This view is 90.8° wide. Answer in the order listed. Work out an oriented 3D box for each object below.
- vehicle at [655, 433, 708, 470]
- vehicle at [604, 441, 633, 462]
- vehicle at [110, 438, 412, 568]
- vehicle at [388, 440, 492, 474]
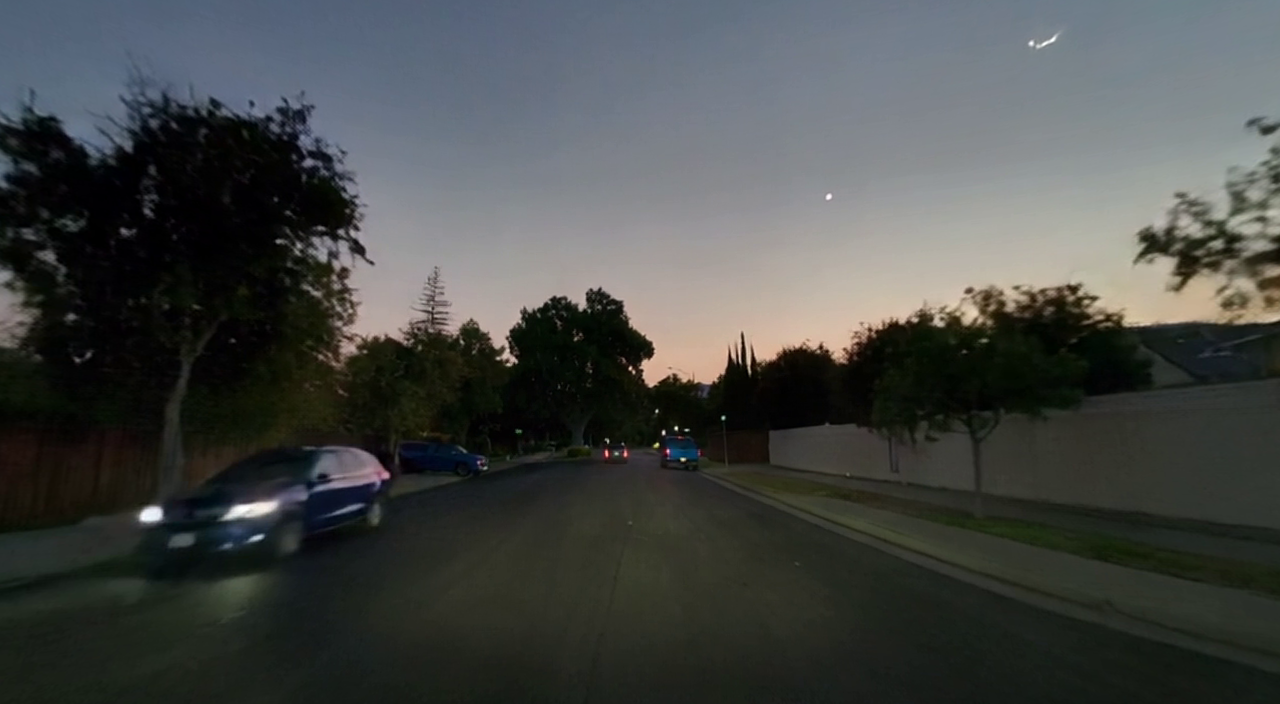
[{"bbox_3d":[2.224,5.579,35.557,2.394,1.901,5.759,0,-8,-2],"label":"vehicle"},{"bbox_3d":[-1.595,7.456,47.398,2.064,1.477,3.968,0,-8,-1],"label":"vehicle"},{"bbox_3d":[-5.263,2.101,9.641,1.926,1.513,4.236,0,-8,1],"label":"vehicle"},{"bbox_3d":[-10.777,5.676,34.304,4.947,1.769,2.023,0,-8,0],"label":"vehicle"}]
